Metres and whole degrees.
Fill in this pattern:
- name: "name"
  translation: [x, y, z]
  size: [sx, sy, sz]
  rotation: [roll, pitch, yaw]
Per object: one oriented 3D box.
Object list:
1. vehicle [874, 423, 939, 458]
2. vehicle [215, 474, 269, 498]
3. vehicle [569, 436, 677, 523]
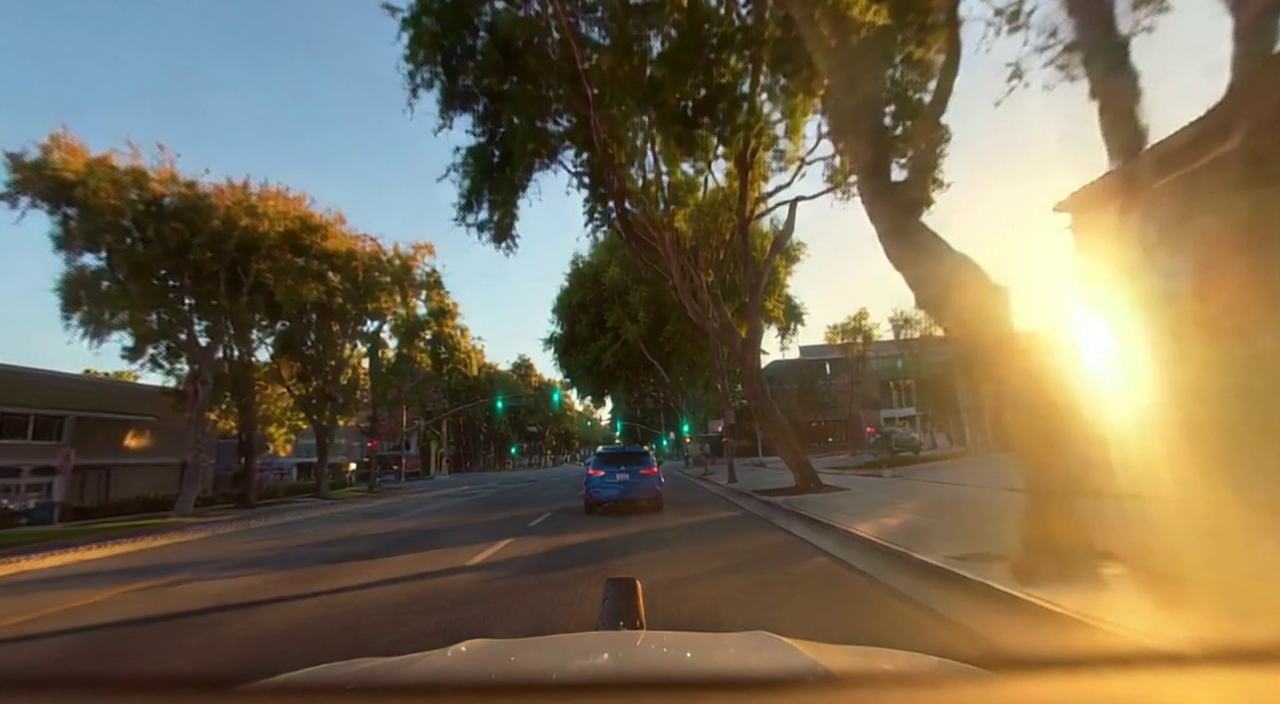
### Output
- name: "vehicle"
  translation: [16.280, 5.539, 38.915]
  size: [2.039, 1.990, 5.111]
  rotation: [-1, -9, 4]
- name: "vehicle"
  translation: [-28.656, 9.658, 45.596]
  size: [1.771, 1.435, 4.144]
  rotation: [-3, -11, -9]
- name: "vehicle"
  translation: [-0.364, 2.844, 14.497]
  size: [2.136, 1.703, 3.910]
  rotation: [0, -9, -1]
